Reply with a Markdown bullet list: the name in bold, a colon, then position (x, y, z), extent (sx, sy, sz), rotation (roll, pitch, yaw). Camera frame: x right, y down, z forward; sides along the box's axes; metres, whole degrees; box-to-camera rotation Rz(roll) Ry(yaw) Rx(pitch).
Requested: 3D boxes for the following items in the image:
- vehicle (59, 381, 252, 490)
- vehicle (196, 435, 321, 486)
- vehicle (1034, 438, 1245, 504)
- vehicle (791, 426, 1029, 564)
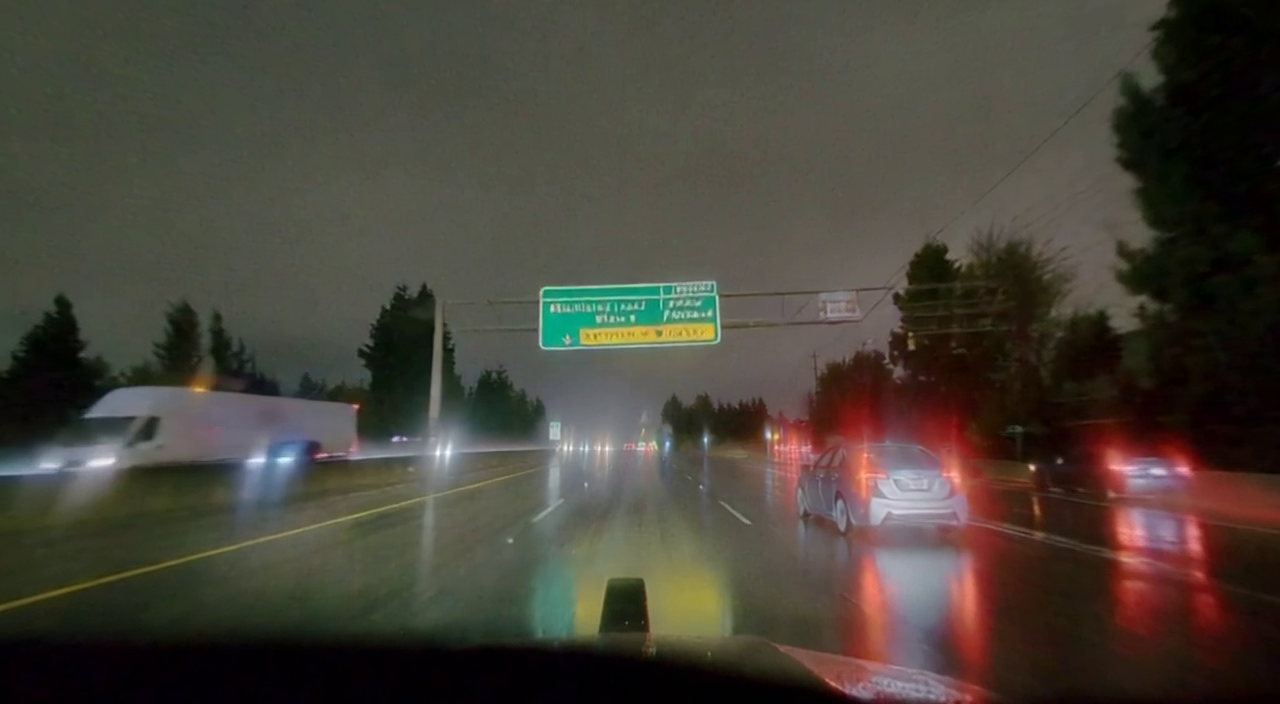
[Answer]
- **vehicle**: position (-19.447, 3.449, 25.875), extent (2.999, 3.957, 5.931), rotation (0, -8, 0)
- **vehicle**: position (-15.344, 4.347, 25.686), extent (2.058, 1.871, 4.726), rotation (0, -8, 0)
- **vehicle**: position (12.611, 2.999, 16.405), extent (2.002, 1.445, 4.637), rotation (-1, -8, 5)
- **vehicle**: position (3.662, 1.970, 9.456), extent (1.909, 1.599, 3.943), rotation (0, -8, 2)
